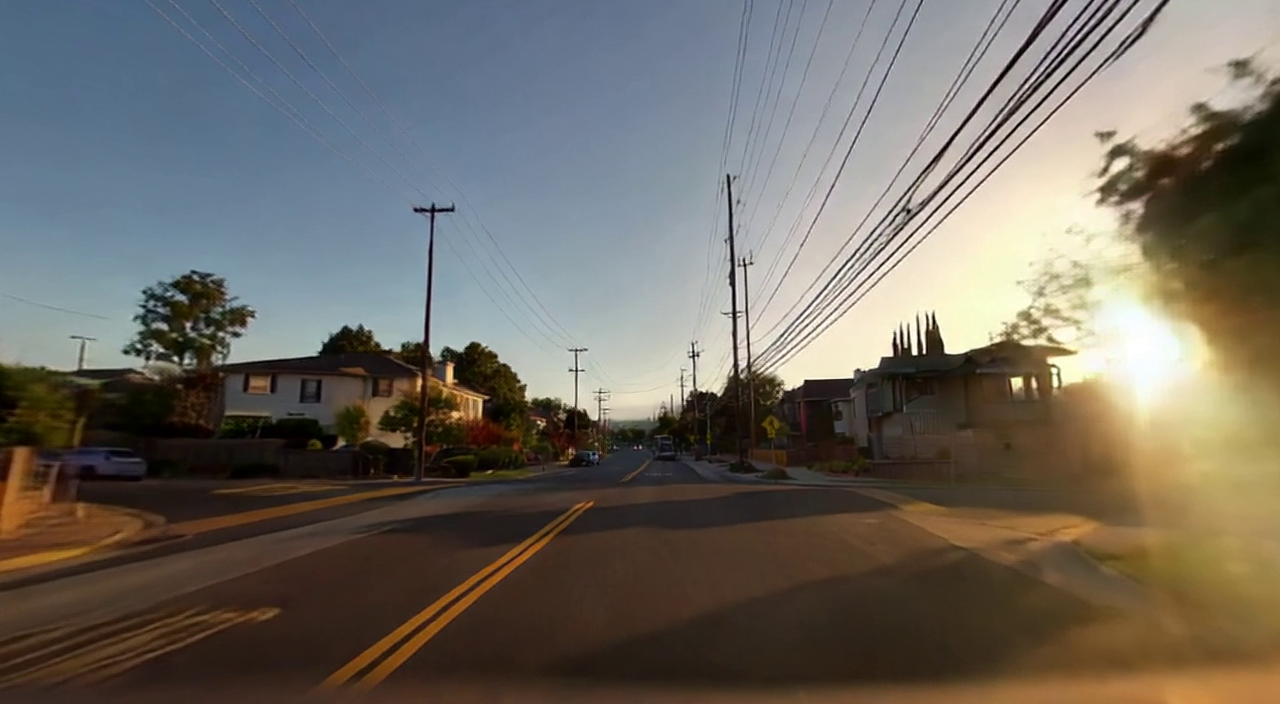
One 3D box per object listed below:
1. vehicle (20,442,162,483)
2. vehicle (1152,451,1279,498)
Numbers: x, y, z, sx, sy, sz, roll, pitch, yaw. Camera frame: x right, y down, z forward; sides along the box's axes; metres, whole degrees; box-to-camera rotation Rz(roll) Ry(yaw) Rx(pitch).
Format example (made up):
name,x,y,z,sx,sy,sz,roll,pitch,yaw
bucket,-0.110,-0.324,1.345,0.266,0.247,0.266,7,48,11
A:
name,x,y,z,sx,sy,sz,roll,pitch,yaw
vehicle,-22.340,4.482,25.846,3.918,1.577,1.972,0,-8,-1
vehicle,20.962,4.233,22.033,4.322,1.499,1.927,-1,-9,7
